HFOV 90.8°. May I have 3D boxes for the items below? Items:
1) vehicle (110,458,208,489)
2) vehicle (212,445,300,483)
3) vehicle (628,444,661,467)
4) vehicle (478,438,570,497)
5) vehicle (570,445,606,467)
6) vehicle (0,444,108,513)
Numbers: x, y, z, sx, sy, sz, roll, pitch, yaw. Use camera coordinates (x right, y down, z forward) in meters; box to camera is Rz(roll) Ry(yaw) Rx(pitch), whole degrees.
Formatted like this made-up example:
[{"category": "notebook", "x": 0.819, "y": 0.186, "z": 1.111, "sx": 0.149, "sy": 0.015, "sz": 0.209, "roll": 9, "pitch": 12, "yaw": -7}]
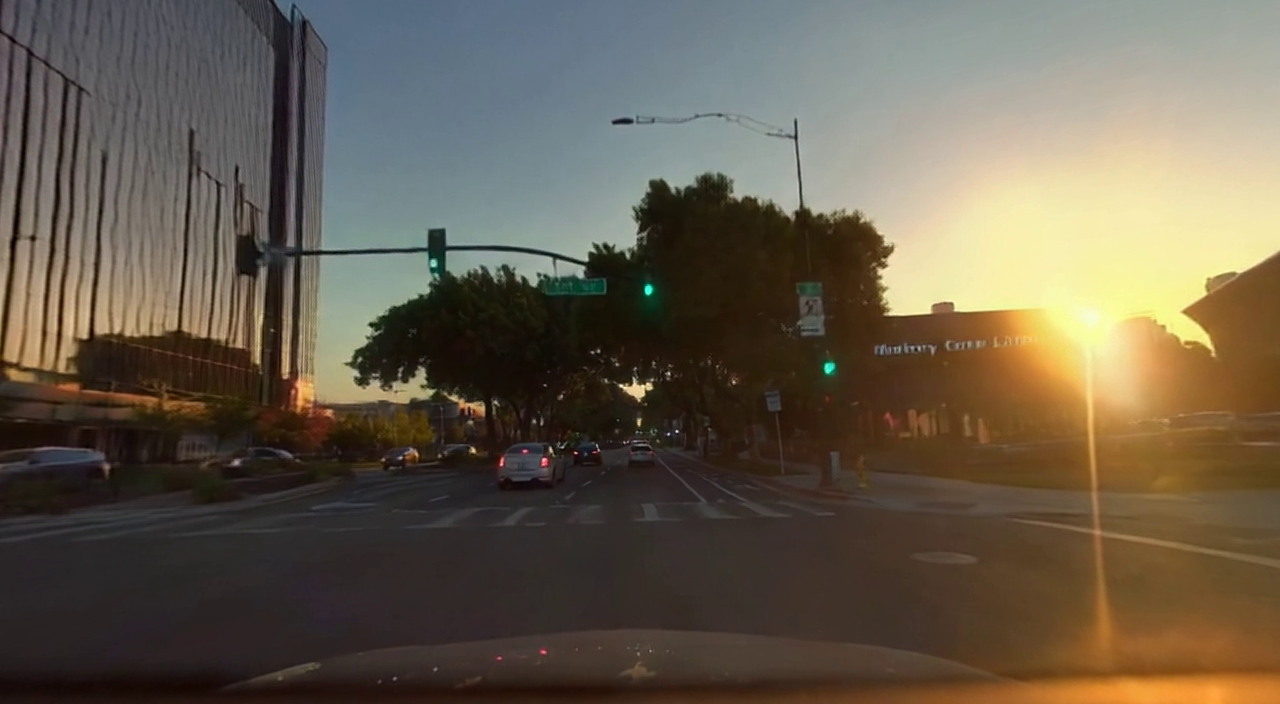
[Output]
[{"category": "vehicle", "x": -26.682, "y": 6.734, "z": 35.290, "sx": 1.972, "sy": 1.436, "sz": 4.502, "roll": 0, "pitch": -8, "yaw": 0}, {"category": "vehicle", "x": -20.478, "y": 5.954, "z": 33.926, "sx": 2.068, "sy": 1.848, "sz": 4.247, "roll": 0, "pitch": -8, "yaw": 0}, {"category": "vehicle", "x": 0.235, "y": 6.927, "z": 42.463, "sx": 2.102, "sy": 1.482, "sz": 4.125, "roll": 0, "pitch": -8, "yaw": -1}, {"category": "vehicle", "x": -3.304, "y": 3.363, "z": 18.790, "sx": 1.983, "sy": 1.545, "sz": 3.773, "roll": 0, "pitch": -8, "yaw": 0}, {"category": "vehicle", "x": -3.631, "y": 7.365, "z": 44.942, "sx": 2.088, "sy": 1.430, "sz": 4.482, "roll": 0, "pitch": -8, "yaw": 1}, {"category": "vehicle", "x": -17.183, "y": 3.347, "z": 16.949, "sx": 1.926, "sy": 1.711, "sz": 4.516, "roll": 0, "pitch": -8, "yaw": -1}]
